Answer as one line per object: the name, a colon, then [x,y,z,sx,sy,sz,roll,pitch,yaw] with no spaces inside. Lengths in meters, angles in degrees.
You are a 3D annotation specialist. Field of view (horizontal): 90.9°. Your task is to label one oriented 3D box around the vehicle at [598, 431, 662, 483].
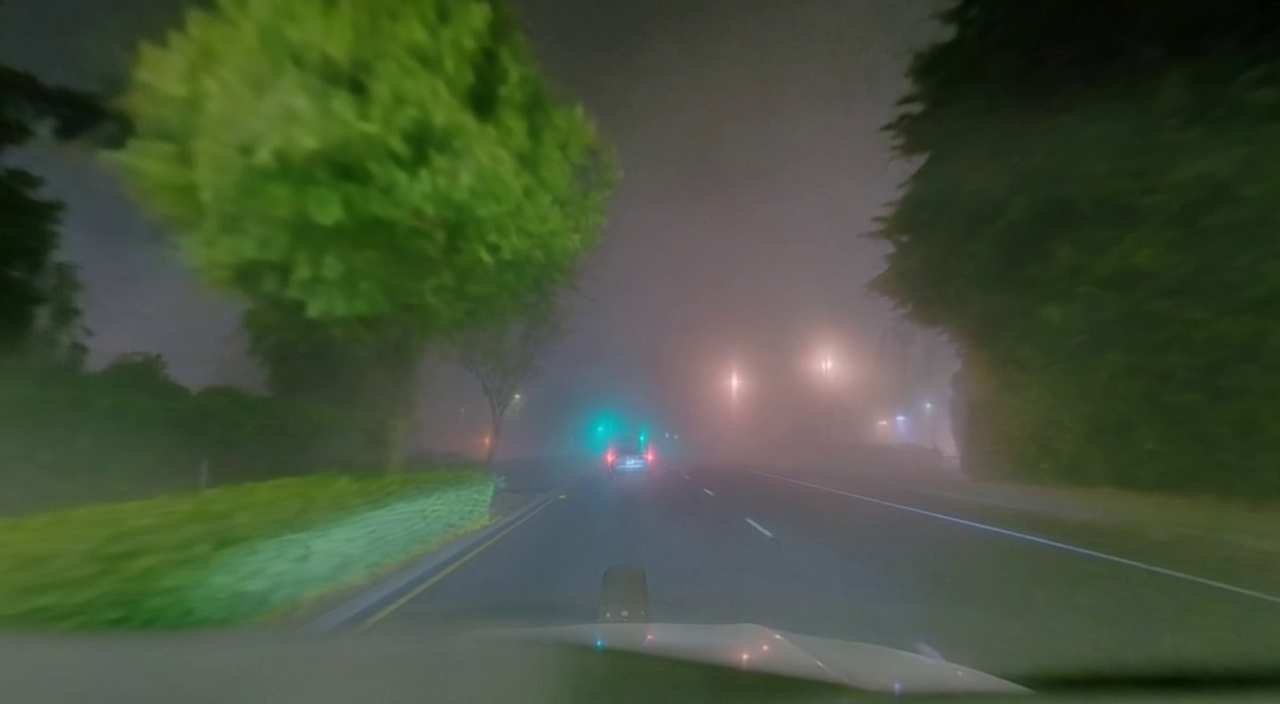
vehicle: [-0.363,3.917,23.770,2.192,1.734,4.176,0,-8,-1]
